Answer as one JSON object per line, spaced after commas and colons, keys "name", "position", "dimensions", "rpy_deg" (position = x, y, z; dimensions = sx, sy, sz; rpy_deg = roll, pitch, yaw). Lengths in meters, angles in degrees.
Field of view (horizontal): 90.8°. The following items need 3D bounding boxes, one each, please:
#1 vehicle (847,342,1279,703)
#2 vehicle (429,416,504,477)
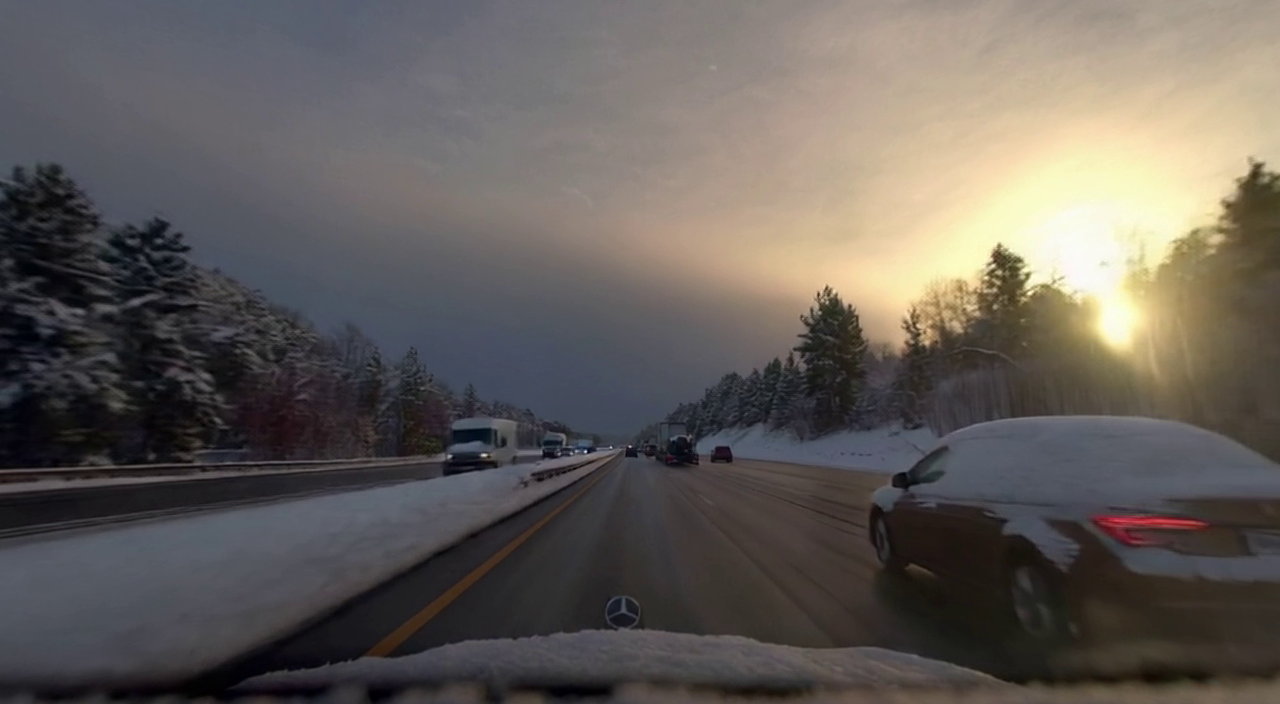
{"name": "vehicle", "position": [3.456, 1.176, 4.904], "dimensions": [2.070, 1.751, 4.576], "rpy_deg": [0, -9, 0]}
{"name": "vehicle", "position": [-9.423, 5.253, 34.958], "dimensions": [2.365, 2.977, 6.633], "rpy_deg": [0, -9, -1]}
